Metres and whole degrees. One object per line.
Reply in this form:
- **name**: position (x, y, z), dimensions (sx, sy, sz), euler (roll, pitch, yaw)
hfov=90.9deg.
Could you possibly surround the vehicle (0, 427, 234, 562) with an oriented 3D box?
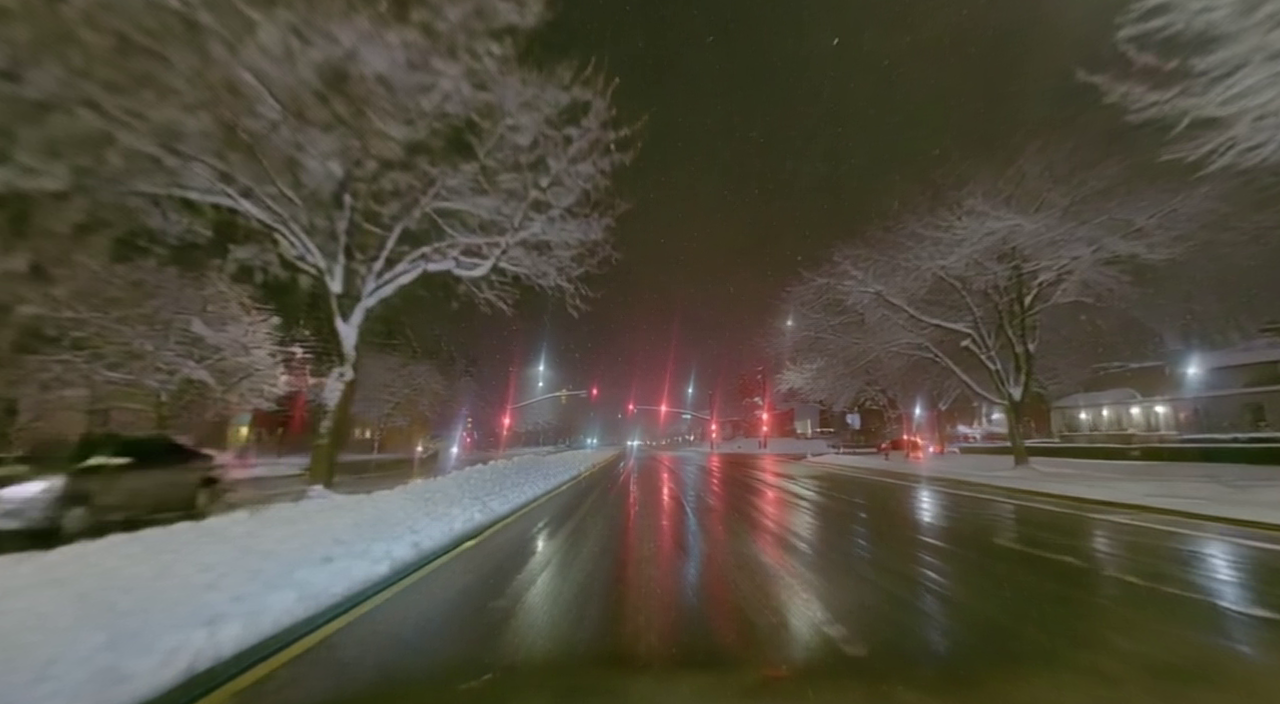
- **vehicle**: position (-8.290, 1.917, 9.155), dimensions (1.936, 1.525, 4.214), euler (0, -8, 0)
